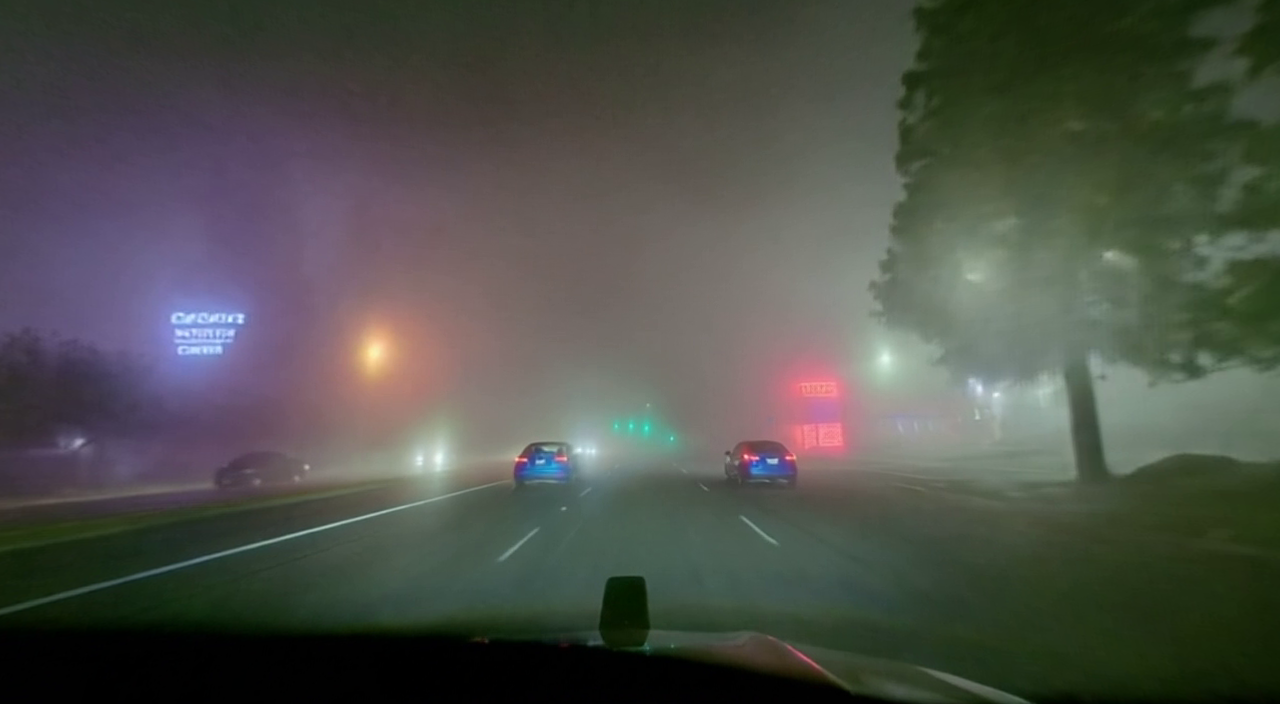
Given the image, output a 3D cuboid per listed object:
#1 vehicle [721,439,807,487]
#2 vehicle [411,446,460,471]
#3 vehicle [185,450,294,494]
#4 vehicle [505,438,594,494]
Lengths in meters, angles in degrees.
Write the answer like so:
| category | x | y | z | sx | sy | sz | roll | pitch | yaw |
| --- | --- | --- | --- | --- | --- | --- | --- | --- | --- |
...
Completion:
| category | x | y | z | sx | sy | sz | roll | pitch | yaw |
| --- | --- | --- | --- | --- | --- | --- | --- | --- | --- |
| vehicle | 4.126 | 3.771 | 21.740 | 1.977 | 1.474 | 4.399 | 0 | -8 | -1 |
| vehicle | -15.090 | 7.867 | 46.743 | 2.052 | 1.729 | 4.598 | 0 | -8 | 0 |
| vehicle | -15.910 | 4.761 | 25.303 | 1.778 | 1.549 | 3.914 | 0 | -8 | 1 |
| vehicle | -2.658 | 3.461 | 19.528 | 2.001 | 1.504 | 4.212 | -1 | -8 | 2 |
